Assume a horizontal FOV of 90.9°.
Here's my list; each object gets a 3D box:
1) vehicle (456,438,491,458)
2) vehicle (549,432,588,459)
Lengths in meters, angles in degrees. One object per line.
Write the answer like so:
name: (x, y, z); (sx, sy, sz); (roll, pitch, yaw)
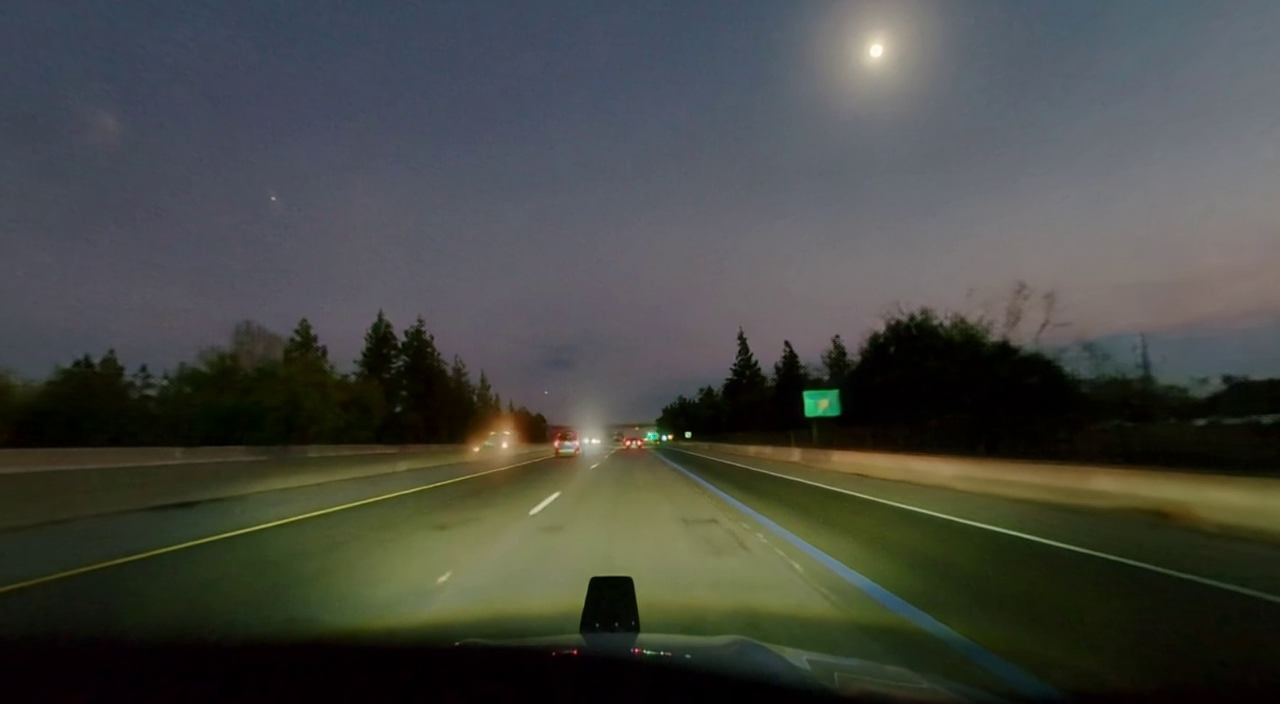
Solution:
vehicle: (-12.839, 7.410, 48.806); (1.760, 1.434, 3.811); (0, -7, -1)
vehicle: (-4.497, 5.927, 40.256); (2.003, 1.626, 4.256); (0, -8, 0)
